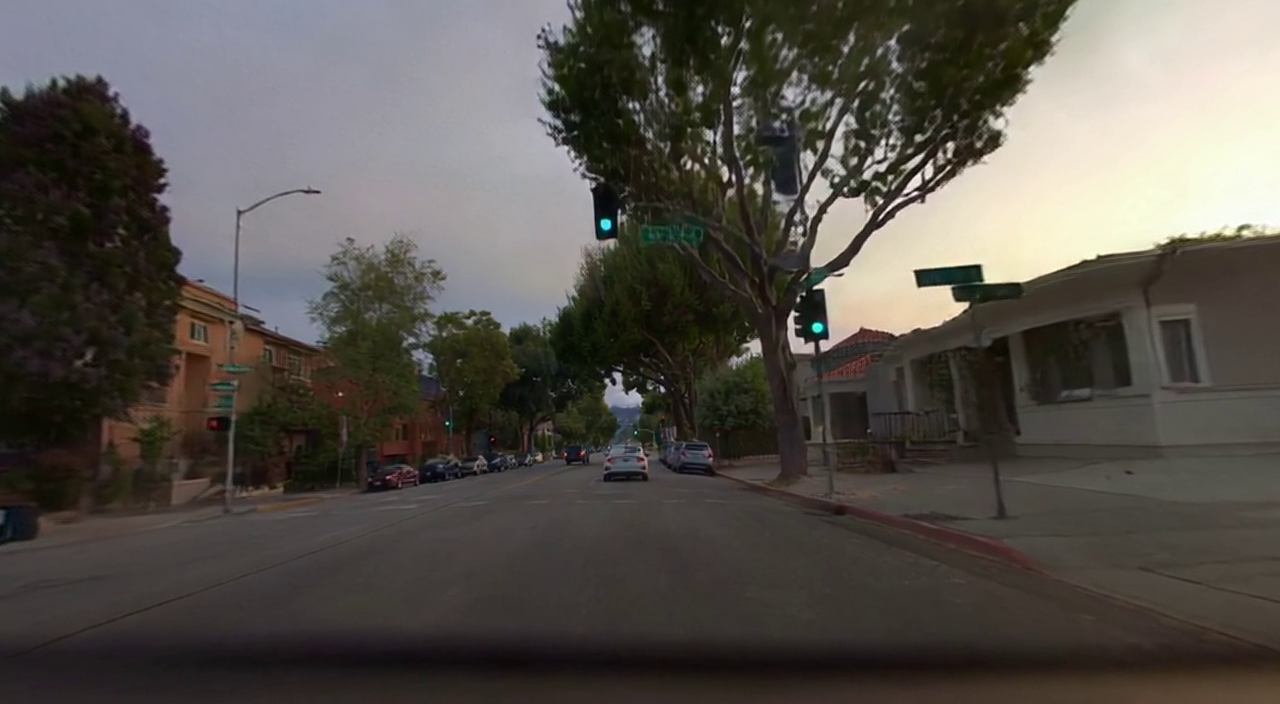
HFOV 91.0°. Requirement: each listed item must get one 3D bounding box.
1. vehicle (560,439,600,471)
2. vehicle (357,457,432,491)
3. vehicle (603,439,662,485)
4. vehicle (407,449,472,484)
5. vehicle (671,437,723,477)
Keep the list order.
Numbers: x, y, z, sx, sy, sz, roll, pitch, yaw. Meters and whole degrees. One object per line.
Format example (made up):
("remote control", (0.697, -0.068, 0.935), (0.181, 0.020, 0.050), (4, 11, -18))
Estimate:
("vehicle", (-3.610, 6.265, 38.362), (1.983, 1.841, 4.013), (0, -8, 1))
("vehicle", (-12.138, 6.042, 31.401), (1.913, 1.475, 4.372), (0, -8, 1))
("vehicle", (-0.297, 4.035, 23.393), (1.998, 1.518, 4.015), (0, -8, -1))
("vehicle", (-12.258, 6.995, 38.910), (2.109, 1.941, 6.025), (0, -8, -1))
("vehicle", (2.602, 4.919, 29.775), (1.969, 1.725, 4.387), (0, -8, -1))
